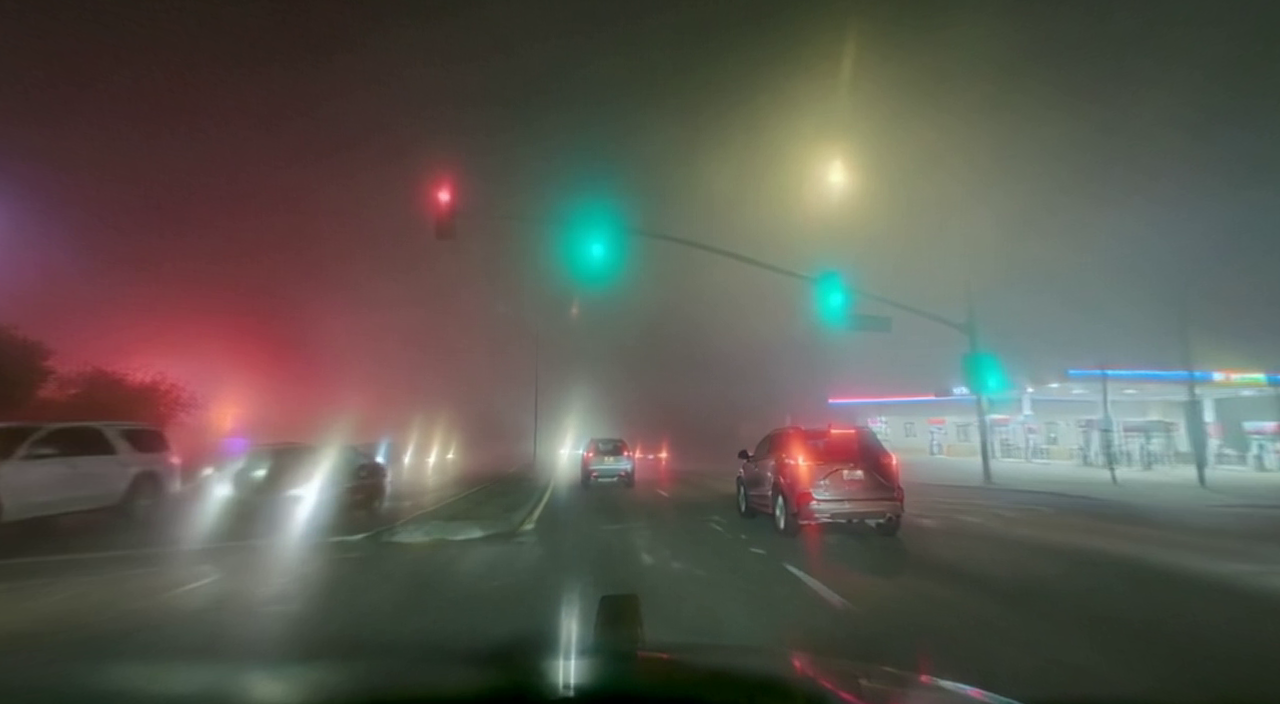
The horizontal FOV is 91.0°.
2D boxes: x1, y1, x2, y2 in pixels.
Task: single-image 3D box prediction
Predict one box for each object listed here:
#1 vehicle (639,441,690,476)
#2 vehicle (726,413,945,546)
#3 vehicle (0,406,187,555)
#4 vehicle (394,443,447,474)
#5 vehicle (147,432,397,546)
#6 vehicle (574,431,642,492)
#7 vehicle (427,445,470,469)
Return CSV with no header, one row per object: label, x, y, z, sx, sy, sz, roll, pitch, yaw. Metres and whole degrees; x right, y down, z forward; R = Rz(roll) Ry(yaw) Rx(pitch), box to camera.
vehicle,1.114,5.104,30.479,1.800,1.592,3.658,1,-8,-8
vehicle,2.910,2.003,10.546,2.000,1.745,4.206,1,-8,-5
vehicle,-8.743,1.717,8.736,1.992,1.755,4.283,1,-8,-6
vehicle,-11.002,5.354,31.796,1.665,1.442,3.720,1,-8,-6
vehicle,-5.775,2.151,10.676,1.987,1.505,4.337,1,-8,-6
vehicle,-1.159,3.578,20.993,2.051,1.798,4.168,1,-8,-6
vehicle,-12.351,6.742,40.849,1.872,1.439,4.507,1,-8,-7
